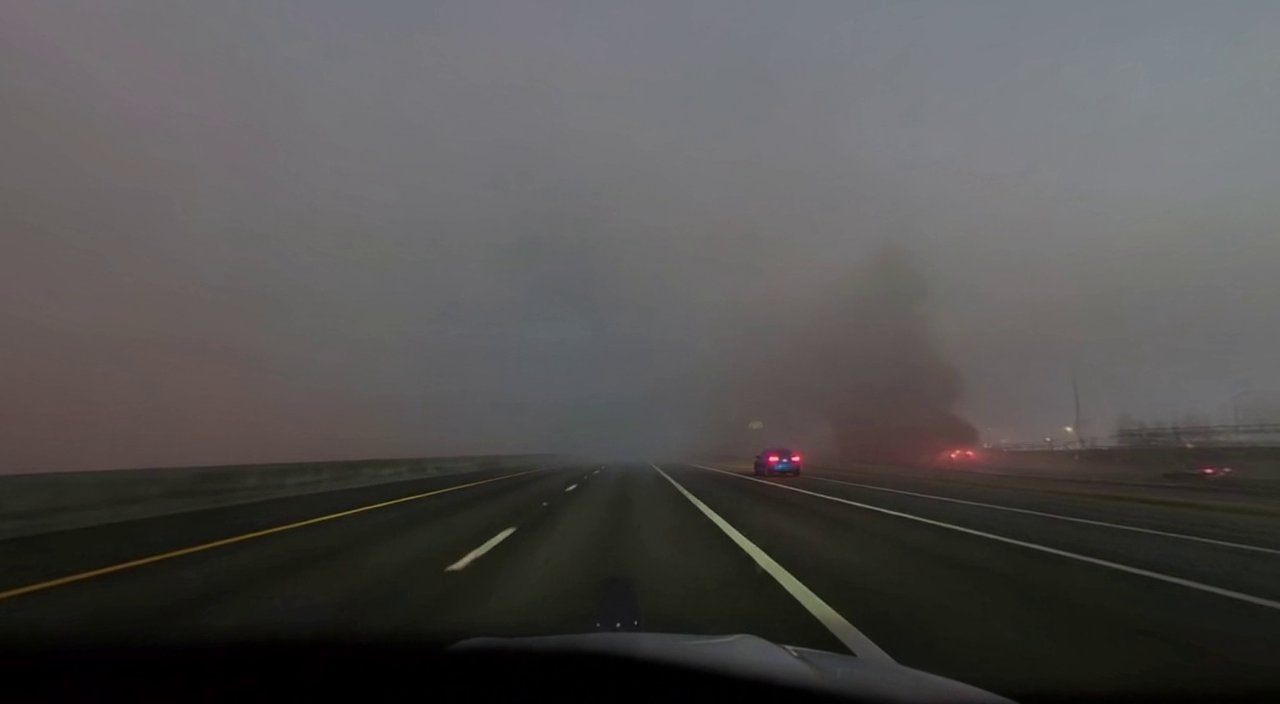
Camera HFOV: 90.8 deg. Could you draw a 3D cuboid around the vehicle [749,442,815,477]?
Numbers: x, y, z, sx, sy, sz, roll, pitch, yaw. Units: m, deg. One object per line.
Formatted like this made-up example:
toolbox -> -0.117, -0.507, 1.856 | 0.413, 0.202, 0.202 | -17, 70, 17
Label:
vehicle -> 6.737, 5.146, 30.495 | 1.958, 1.498, 4.447 | 1, -8, -2
